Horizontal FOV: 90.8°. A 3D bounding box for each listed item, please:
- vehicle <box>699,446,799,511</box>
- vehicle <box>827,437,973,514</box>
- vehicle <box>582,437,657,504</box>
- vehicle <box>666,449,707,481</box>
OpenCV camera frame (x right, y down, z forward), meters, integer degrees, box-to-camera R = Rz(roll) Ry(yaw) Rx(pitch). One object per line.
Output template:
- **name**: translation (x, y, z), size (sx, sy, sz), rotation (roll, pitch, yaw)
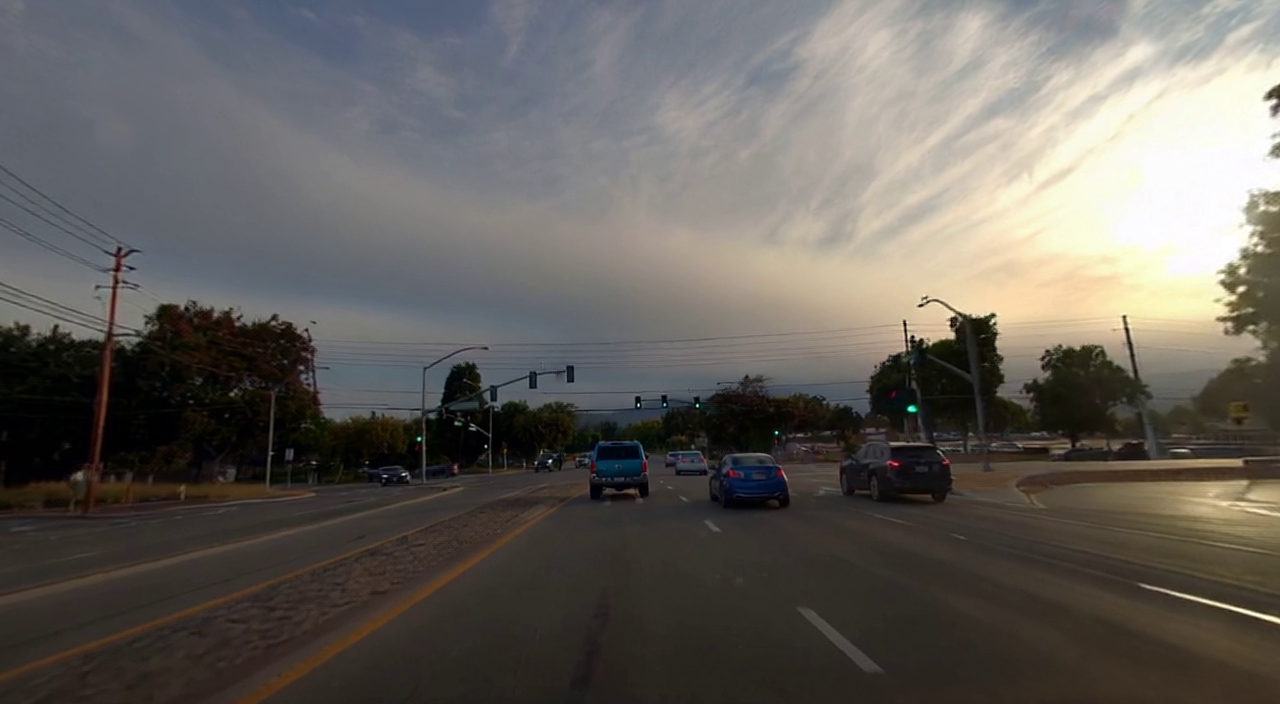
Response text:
- **vehicle**: translation (2.944, 3.510, 18.090), size (1.880, 1.579, 4.401), rotation (0, -9, -2)
- **vehicle**: translation (6.687, 3.190, 16.883), size (1.929, 1.753, 4.396), rotation (0, -9, -1)
- **vehicle**: translation (-0.660, 3.881, 21.129), size (2.231, 1.998, 4.254), rotation (0, -9, -1)
- **vehicle**: translation (2.660, 6.548, 36.956), size (1.915, 1.765, 4.047), rotation (0, -9, -2)
